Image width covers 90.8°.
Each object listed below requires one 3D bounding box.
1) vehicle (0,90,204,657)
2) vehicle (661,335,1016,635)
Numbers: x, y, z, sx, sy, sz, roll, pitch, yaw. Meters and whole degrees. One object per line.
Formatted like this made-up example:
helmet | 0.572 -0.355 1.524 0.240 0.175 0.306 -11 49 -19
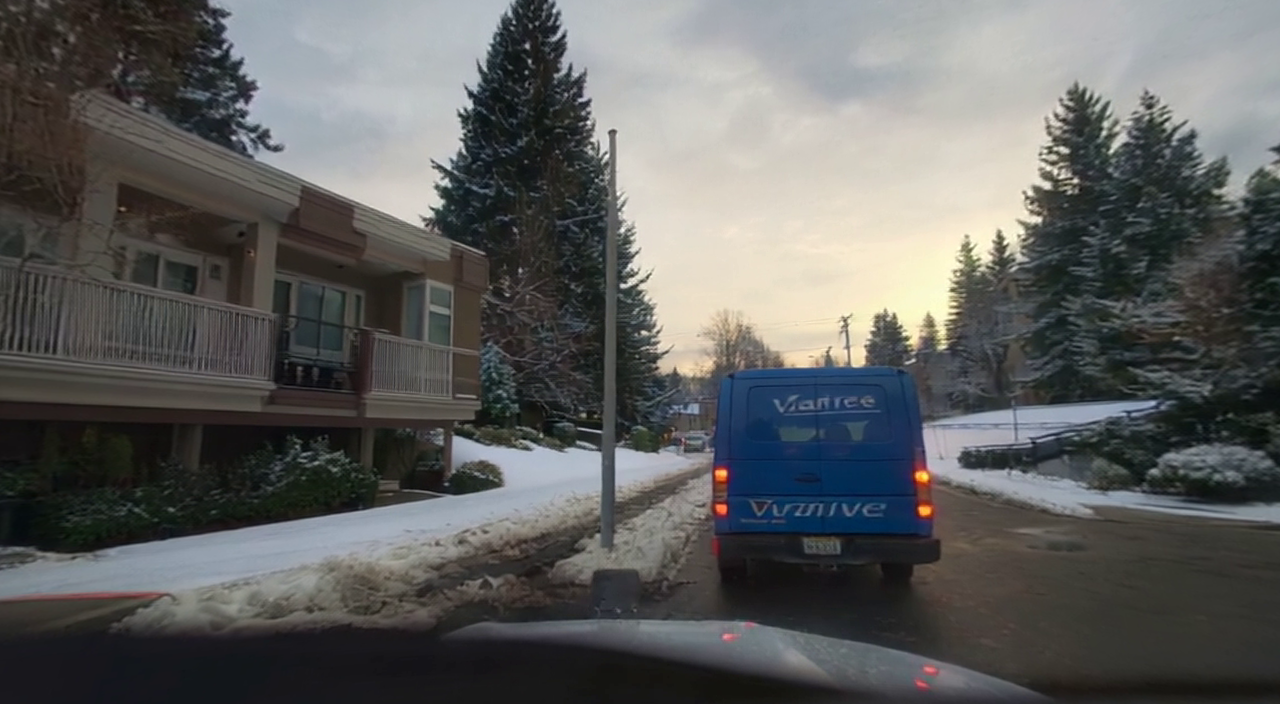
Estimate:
vehicle | -6.505 -0.405 0.604 2.998 3.659 10.517 -2 -9 13
vehicle | 1.731 1.359 7.484 2.418 2.078 5.866 -1 -9 7
